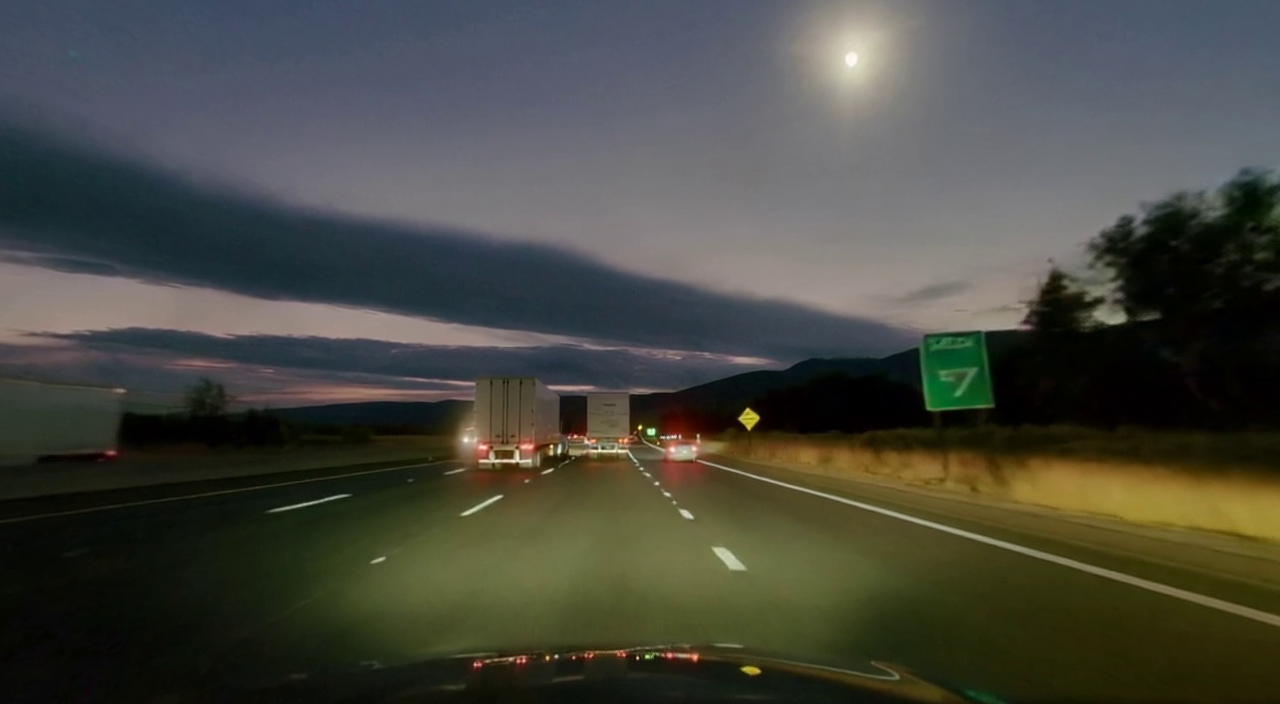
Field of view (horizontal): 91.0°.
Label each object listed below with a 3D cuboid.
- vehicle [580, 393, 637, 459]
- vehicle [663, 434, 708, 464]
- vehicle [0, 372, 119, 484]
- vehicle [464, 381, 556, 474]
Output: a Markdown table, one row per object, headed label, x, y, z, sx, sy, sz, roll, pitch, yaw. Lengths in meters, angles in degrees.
| label | x | y | z | sx | sy | sz | roll | pitch | yaw |
| --- | --- | --- | --- | --- | --- | --- | --- | --- | --- |
| vehicle | -2.513 | 5.756 | 47.431 | 3.475 | 4.037 | 17.454 | 0 | -8 | -4 |
| vehicle | 2.290 | 4.985 | 32.499 | 1.891 | 1.477 | 3.599 | 0 | -8 | -3 |
| vehicle | -24.976 | 2.542 | 21.376 | 2.894 | 4.071 | 14.117 | 0 | -8 | -2 |
| vehicle | -5.298 | 3.282 | 26.953 | 2.728 | 3.405 | 7.096 | 0 | -8 | -3 |
